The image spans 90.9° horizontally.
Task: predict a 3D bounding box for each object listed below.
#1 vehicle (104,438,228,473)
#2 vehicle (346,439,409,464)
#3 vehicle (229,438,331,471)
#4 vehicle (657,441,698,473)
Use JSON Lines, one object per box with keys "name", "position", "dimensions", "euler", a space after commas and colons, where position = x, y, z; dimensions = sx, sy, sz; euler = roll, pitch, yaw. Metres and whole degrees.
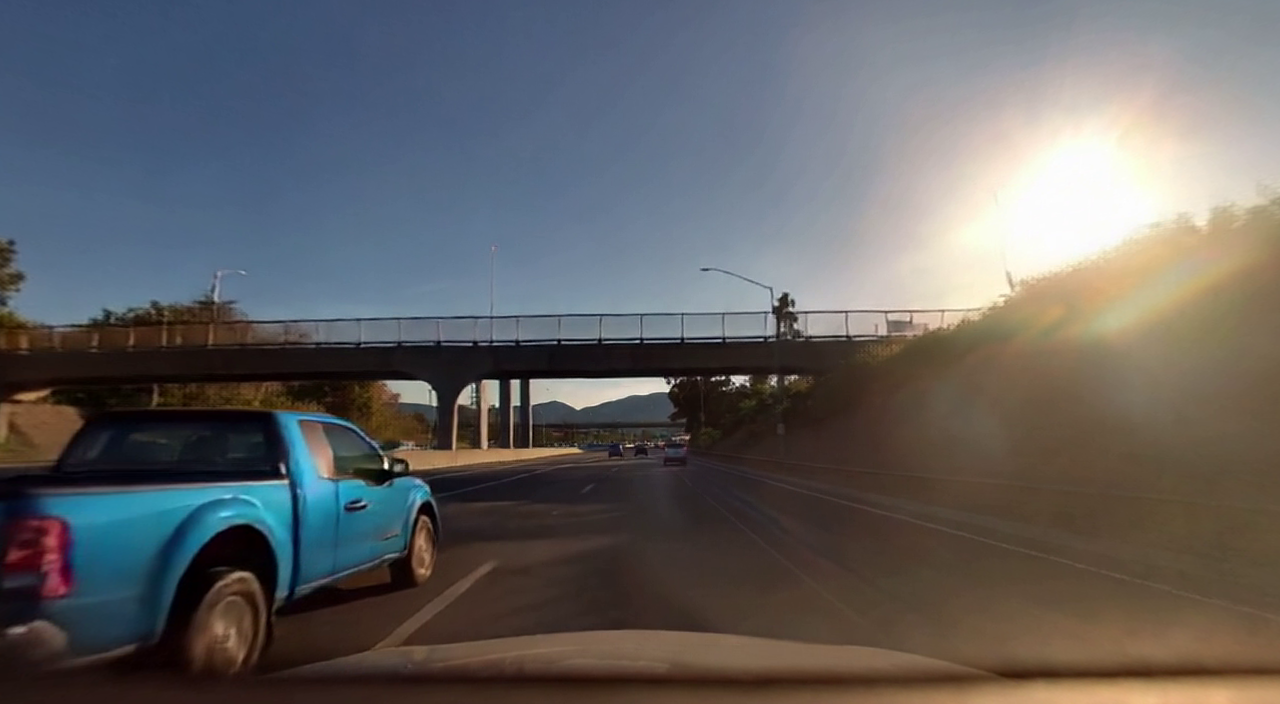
{"name": "vehicle", "position": [-23.201, 5.099, 31.230], "dimensions": [1.954, 1.570, 5.289], "euler": [0, -8, 1]}
{"name": "vehicle", "position": [-19.716, 7.490, 47.733], "dimensions": [2.203, 1.733, 5.705], "euler": [0, -8, 2]}
{"name": "vehicle", "position": [-19.906, 5.684, 35.262], "dimensions": [2.184, 1.663, 5.696], "euler": [0, -8, 2]}
{"name": "vehicle", "position": [1.991, 5.807, 35.061], "dimensions": [2.010, 1.637, 4.940], "euler": [0, -8, 1]}
